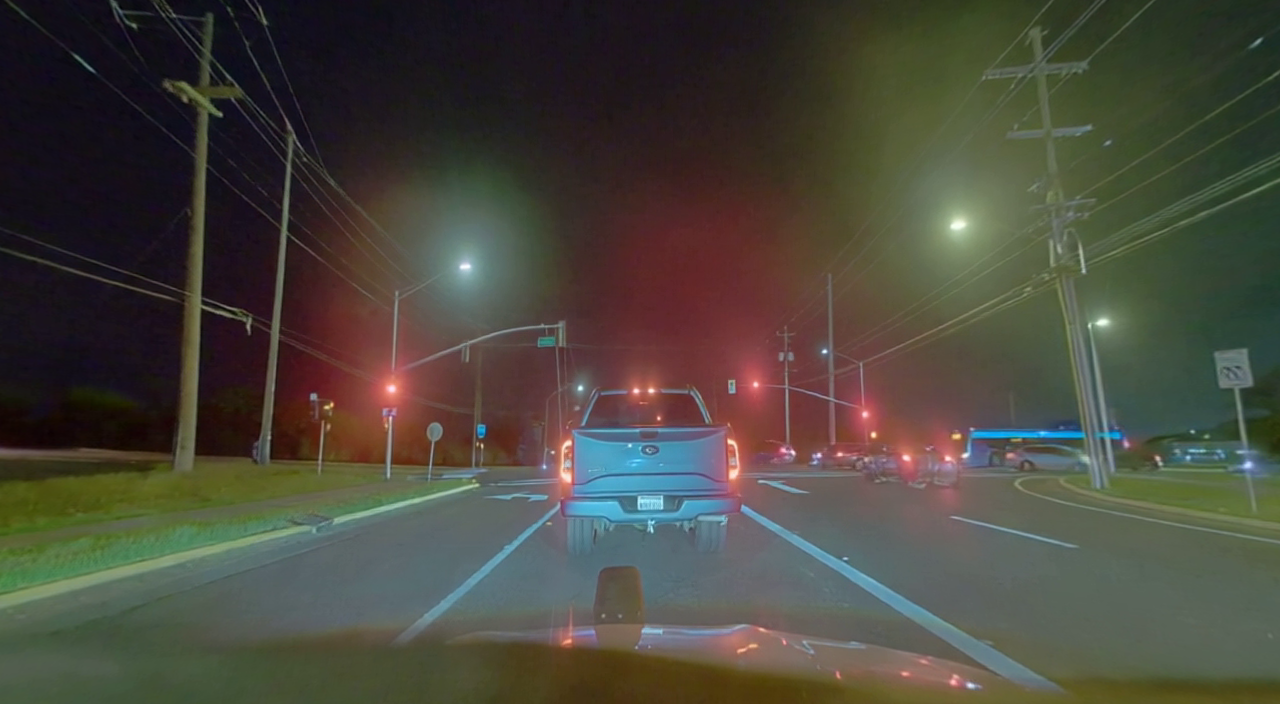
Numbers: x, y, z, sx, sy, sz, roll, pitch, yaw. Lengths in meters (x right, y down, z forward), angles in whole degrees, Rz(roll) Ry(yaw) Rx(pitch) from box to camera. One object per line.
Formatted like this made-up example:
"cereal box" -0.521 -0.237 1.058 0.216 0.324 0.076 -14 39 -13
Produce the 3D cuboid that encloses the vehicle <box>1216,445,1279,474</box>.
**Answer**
"vehicle" 41.325 6.991 41.265 5.426 1.728 1.999 0 -8 -2

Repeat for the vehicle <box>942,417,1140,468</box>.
"vehicle" 26.046 5.937 41.424 10.726 3.128 3.003 -1 -8 1

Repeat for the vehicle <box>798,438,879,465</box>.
"vehicle" 14.319 7.234 45.873 5.235 1.878 2.107 -1 -8 5

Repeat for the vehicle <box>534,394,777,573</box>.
"vehicle" 0.123 1.870 9.901 2.707 1.964 5.485 0 -8 -1

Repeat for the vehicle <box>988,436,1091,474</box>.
"vehicle" 17.617 4.488 27.814 4.520 1.496 2.060 5 -10 -33
